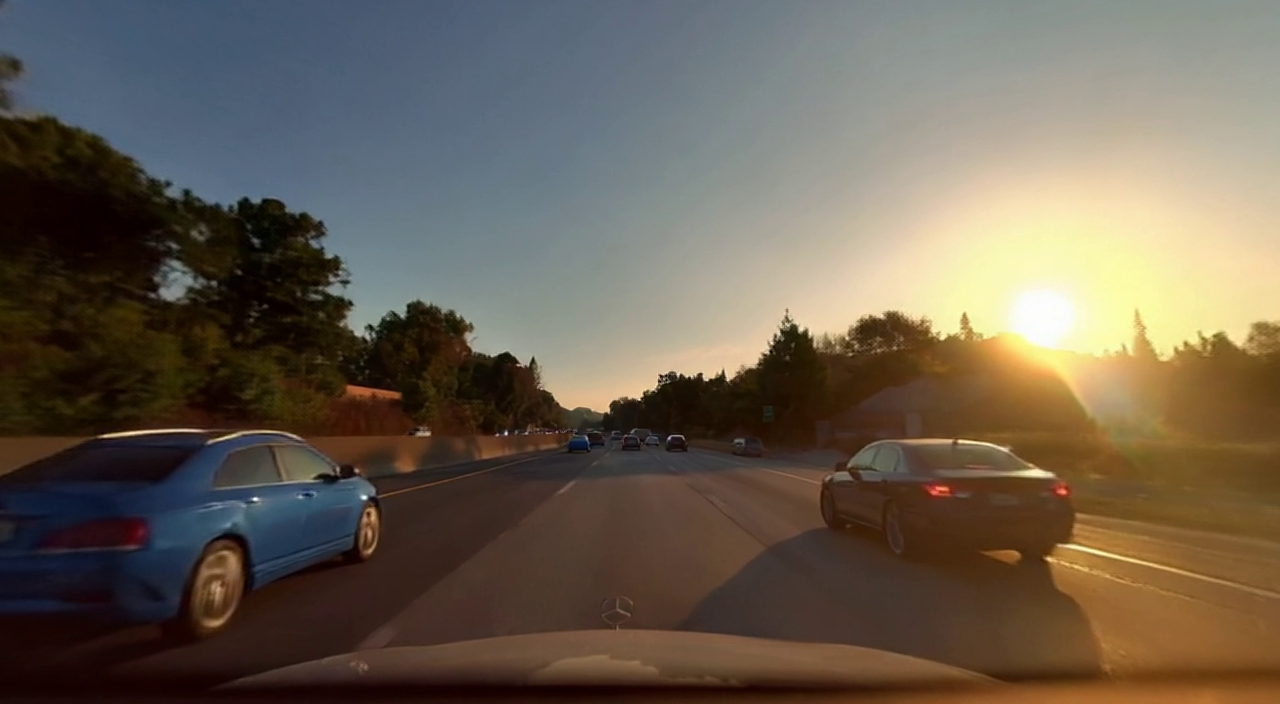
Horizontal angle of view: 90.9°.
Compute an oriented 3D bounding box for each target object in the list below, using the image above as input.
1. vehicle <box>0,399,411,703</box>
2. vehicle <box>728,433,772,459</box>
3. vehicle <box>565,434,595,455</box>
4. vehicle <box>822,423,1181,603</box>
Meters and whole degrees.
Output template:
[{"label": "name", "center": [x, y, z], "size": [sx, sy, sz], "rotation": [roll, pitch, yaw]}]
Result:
[{"label": "vehicle", "center": [-3.907, 1.316, 5.438], "size": [2.032, 1.535, 4.889], "rotation": [0, -8, 0]}, {"label": "vehicle", "center": [7.757, 6.657, 44.853], "size": [2.156, 1.679, 4.492], "rotation": [1, -8, -3]}, {"label": "vehicle", "center": [-4.566, 7.070, 48.359], "size": [1.941, 1.529, 4.111], "rotation": [0, -8, -1]}, {"label": "vehicle", "center": [3.694, 1.653, 7.416], "size": [1.883, 1.536, 3.792], "rotation": [0, -8, -1]}]
